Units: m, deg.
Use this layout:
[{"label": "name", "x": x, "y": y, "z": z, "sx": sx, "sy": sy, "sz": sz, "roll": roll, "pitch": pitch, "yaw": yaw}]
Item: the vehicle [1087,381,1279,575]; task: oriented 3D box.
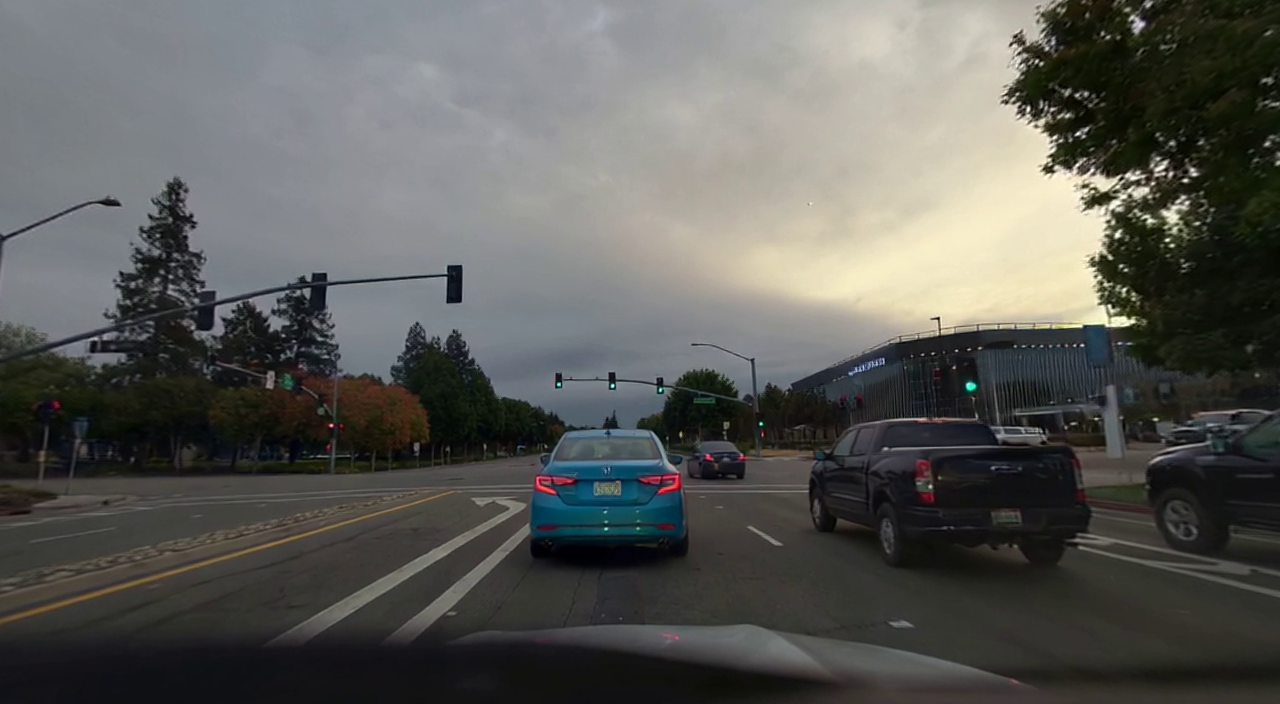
[{"label": "vehicle", "x": 7.546, "y": 1.223, "z": 6.063, "sx": 2.240, "sy": 1.923, "sz": 5.678, "roll": 0, "pitch": -8, "yaw": -1}]

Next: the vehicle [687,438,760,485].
[{"label": "vehicle", "x": 3.116, "y": 4.174, "z": 24.432, "sx": 2.031, "sy": 1.626, "sz": 4.264, "roll": 0, "pitch": -8, "yaw": -3}]

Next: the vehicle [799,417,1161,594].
[{"label": "vehicle", "x": 3.618, "y": 1.707, "z": 7.973, "sx": 1.955, "sy": 1.550, "sz": 4.587, "roll": 0, "pitch": -8, "yaw": -1}]

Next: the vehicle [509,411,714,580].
[{"label": "vehicle", "x": -0.294, "y": 1.711, "z": 8.239, "sx": 2.037, "sy": 1.674, "sz": 3.693, "roll": 0, "pitch": -8, "yaw": 0}]
